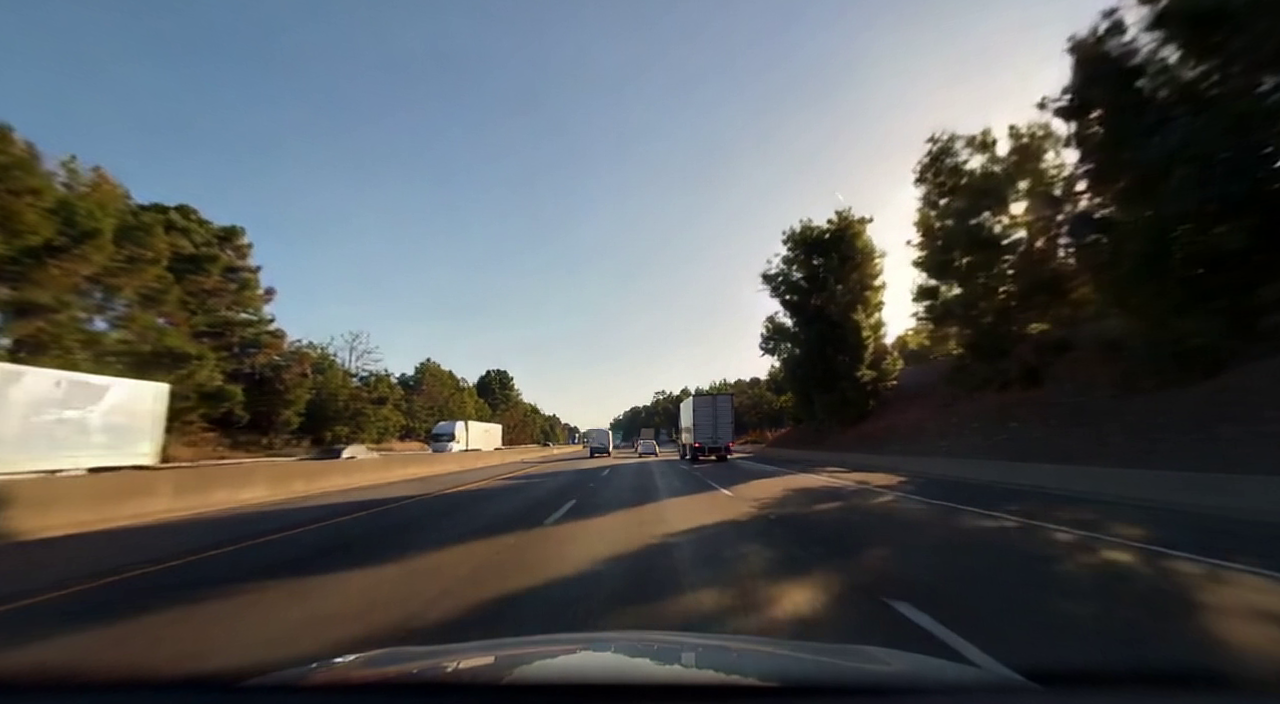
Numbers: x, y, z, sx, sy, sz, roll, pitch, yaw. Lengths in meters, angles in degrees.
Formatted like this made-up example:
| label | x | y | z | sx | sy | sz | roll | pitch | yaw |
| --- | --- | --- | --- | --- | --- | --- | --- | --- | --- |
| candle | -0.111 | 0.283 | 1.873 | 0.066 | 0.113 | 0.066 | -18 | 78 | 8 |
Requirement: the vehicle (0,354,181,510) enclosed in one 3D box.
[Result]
| label | x | y | z | sx | sy | sz | roll | pitch | yaw |
| --- | --- | --- | --- | --- | --- | --- | --- | --- | --- |
| vehicle | -18.583 | 2.071 | 16.295 | 3.001 | 4.138 | 13.607 | 0 | -8 | 1 |

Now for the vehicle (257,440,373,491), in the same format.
| label | x | y | z | sx | sy | sz | roll | pitch | yaw |
| --- | --- | --- | --- | --- | --- | --- | --- | --- | --- |
| vehicle | -10.862 | 3.784 | 21.389 | 1.900 | 1.548 | 4.087 | 0 | -8 | -3 |

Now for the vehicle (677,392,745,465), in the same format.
| label | x | y | z | sx | sy | sz | roll | pitch | yaw |
| --- | --- | --- | --- | --- | --- | --- | --- | --- | --- |
| vehicle | 4.490 | 5.344 | 43.097 | 3.005 | 4.131 | 14.221 | 1 | -8 | 0 |

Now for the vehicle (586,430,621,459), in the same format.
| label | x | y | z | sx | sy | sz | roll | pitch | yaw |
| --- | --- | --- | --- | --- | --- | --- | --- | --- | --- |
| vehicle | -2.627 | 6.854 | 46.615 | 2.247 | 2.039 | 5.008 | 0 | -8 | 1 |

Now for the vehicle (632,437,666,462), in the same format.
| label | x | y | z | sx | sy | sz | roll | pitch | yaw |
| --- | --- | --- | --- | --- | --- | --- | --- | --- | --- |
| vehicle | 0.564 | 6.490 | 42.130 | 2.139 | 1.607 | 4.034 | 0 | -8 | 0 |
